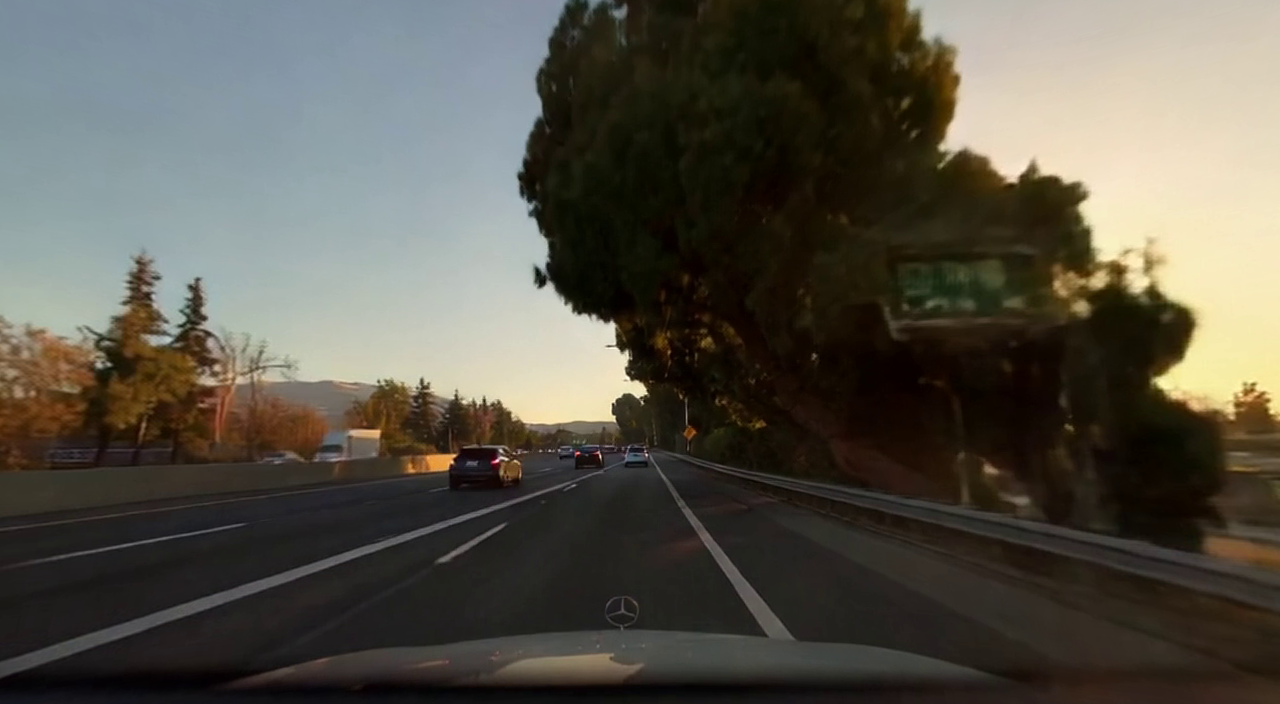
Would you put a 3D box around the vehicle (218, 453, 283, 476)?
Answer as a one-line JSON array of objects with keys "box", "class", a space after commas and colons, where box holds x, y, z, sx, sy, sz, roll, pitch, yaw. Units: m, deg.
[{"box": [-29.745, 8.579, 48.372, 1.809, 1.559, 4.718, -1, -9, 2], "class": "vehicle"}]

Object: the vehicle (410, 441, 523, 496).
[{"box": [-5.389, 3.682, 20.436, 2.102, 1.562, 4.884, -1, -9, 2], "class": "vehicle"}]

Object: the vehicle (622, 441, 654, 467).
[{"box": [-0.148, 7.360, 45.786, 2.179, 1.742, 4.396, 0, -9, 0], "class": "vehicle"}]
